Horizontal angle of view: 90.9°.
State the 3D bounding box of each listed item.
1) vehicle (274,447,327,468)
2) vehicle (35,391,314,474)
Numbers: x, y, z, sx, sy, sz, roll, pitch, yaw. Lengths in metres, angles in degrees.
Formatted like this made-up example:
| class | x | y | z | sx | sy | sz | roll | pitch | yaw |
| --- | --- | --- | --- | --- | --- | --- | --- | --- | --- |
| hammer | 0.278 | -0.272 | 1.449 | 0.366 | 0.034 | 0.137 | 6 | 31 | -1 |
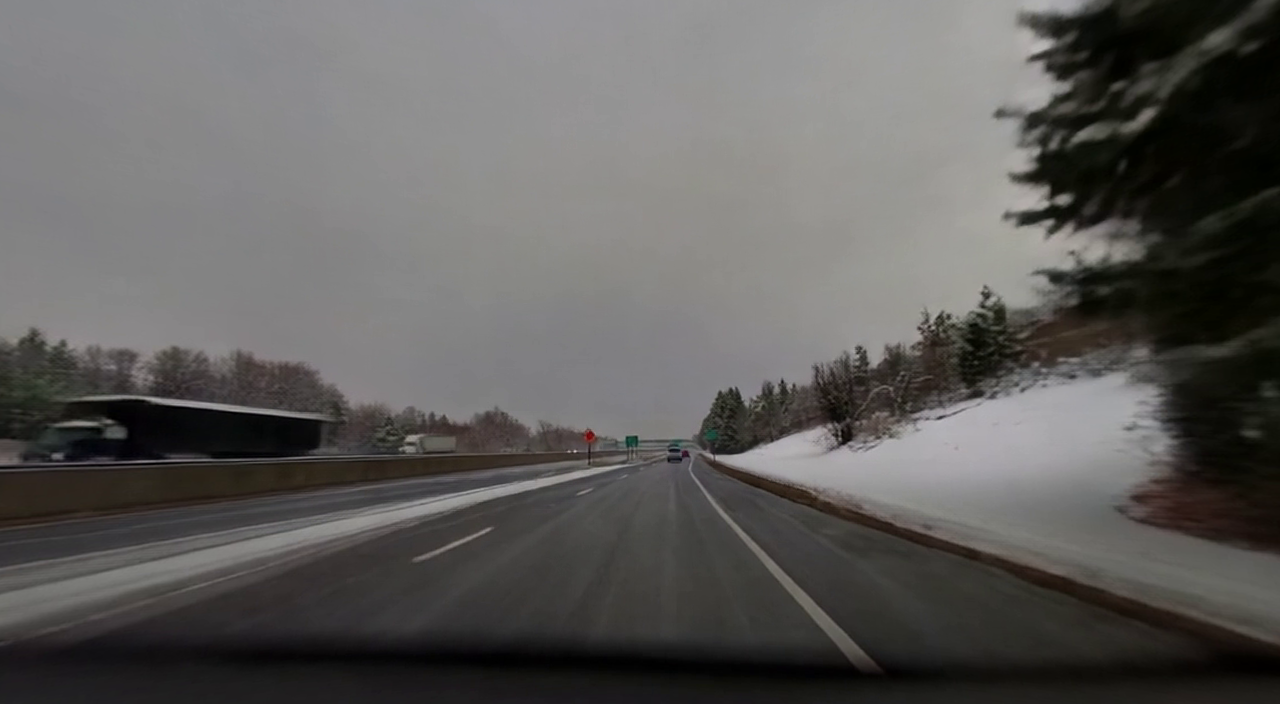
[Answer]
| class | x | y | z | sx | sy | sz | roll | pitch | yaw |
| --- | --- | --- | --- | --- | --- | --- | --- | --- | --- |
| vehicle | -23.708 | 7.371 | 44.100 | 1.508 | 1.359 | 3.374 | -1 | -9 | 7 |
| vehicle | -28.894 | 5.540 | 41.649 | 3.620 | 4.302 | 17.223 | -1 | -9 | 7 |
